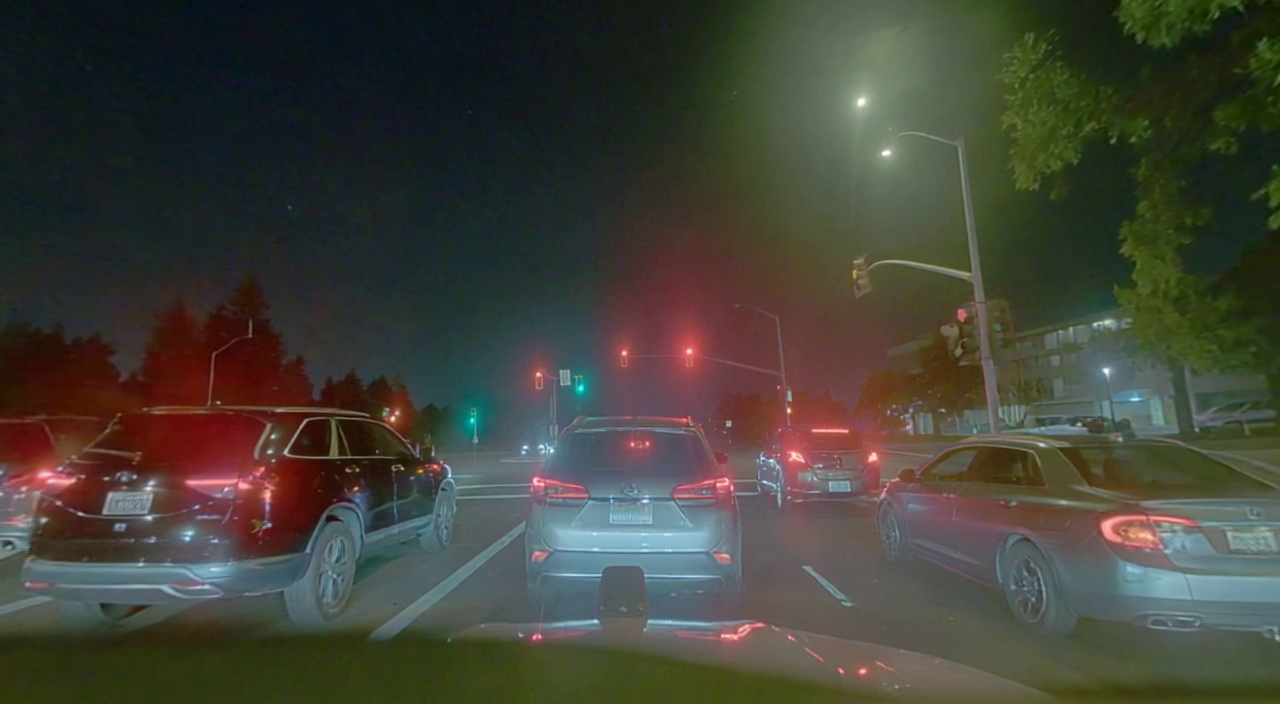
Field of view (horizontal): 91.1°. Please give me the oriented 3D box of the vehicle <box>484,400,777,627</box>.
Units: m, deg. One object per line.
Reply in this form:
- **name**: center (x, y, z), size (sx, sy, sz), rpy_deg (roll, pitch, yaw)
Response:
- **vehicle**: center (-0.046, 1.402, 6.307), size (2.047, 1.579, 3.642), rpy_deg (0, -8, 1)

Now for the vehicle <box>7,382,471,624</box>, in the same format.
- **vehicle**: center (-3.554, 1.422, 6.856), size (2.014, 1.755, 4.360), rpy_deg (0, -8, 3)

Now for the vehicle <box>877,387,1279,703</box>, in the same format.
- **vehicle**: center (3.592, 1.201, 4.607), size (2.010, 1.486, 4.498), rpy_deg (0, -8, 1)
